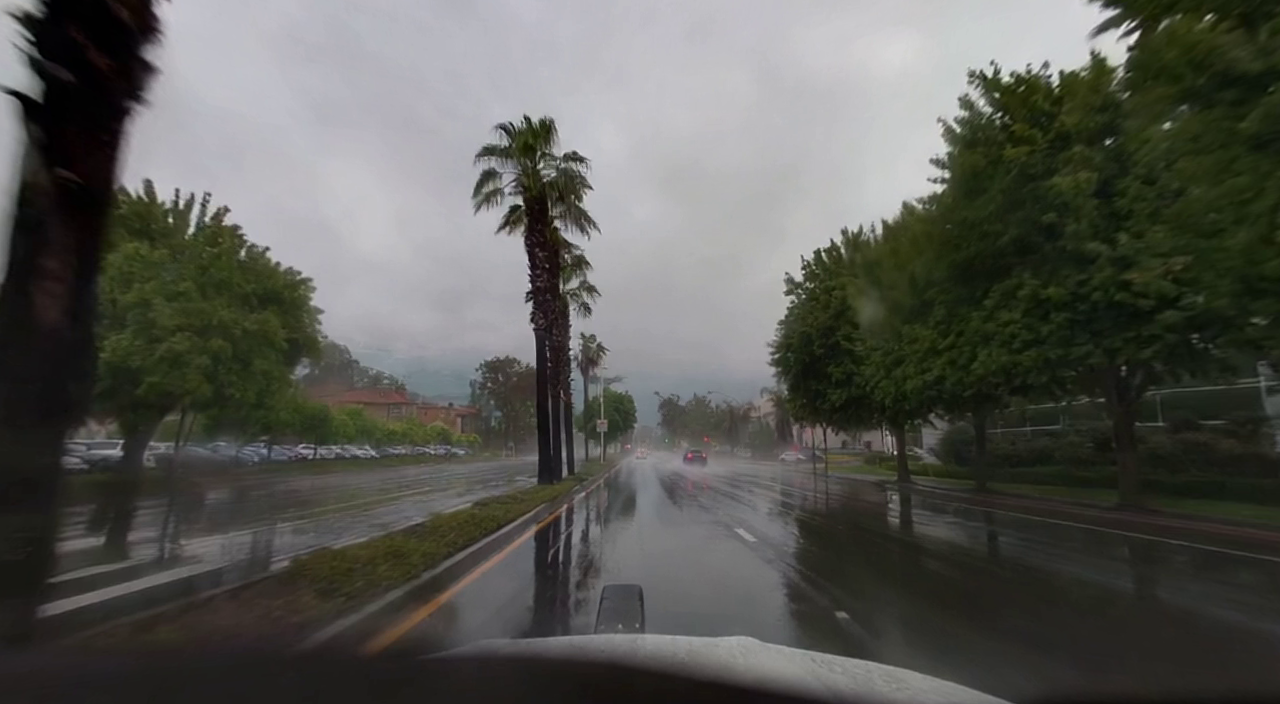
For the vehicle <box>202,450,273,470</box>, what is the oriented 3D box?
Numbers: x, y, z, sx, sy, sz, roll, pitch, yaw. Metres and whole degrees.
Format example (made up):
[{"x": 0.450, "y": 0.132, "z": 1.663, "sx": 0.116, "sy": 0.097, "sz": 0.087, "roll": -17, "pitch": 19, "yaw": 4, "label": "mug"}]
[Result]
[{"x": -31.186, "y": 8.352, "z": 48.826, "sx": 4.223, "sy": 1.444, "sz": 1.814, "roll": 1, "pitch": -8, "yaw": -3, "label": "vehicle"}]
